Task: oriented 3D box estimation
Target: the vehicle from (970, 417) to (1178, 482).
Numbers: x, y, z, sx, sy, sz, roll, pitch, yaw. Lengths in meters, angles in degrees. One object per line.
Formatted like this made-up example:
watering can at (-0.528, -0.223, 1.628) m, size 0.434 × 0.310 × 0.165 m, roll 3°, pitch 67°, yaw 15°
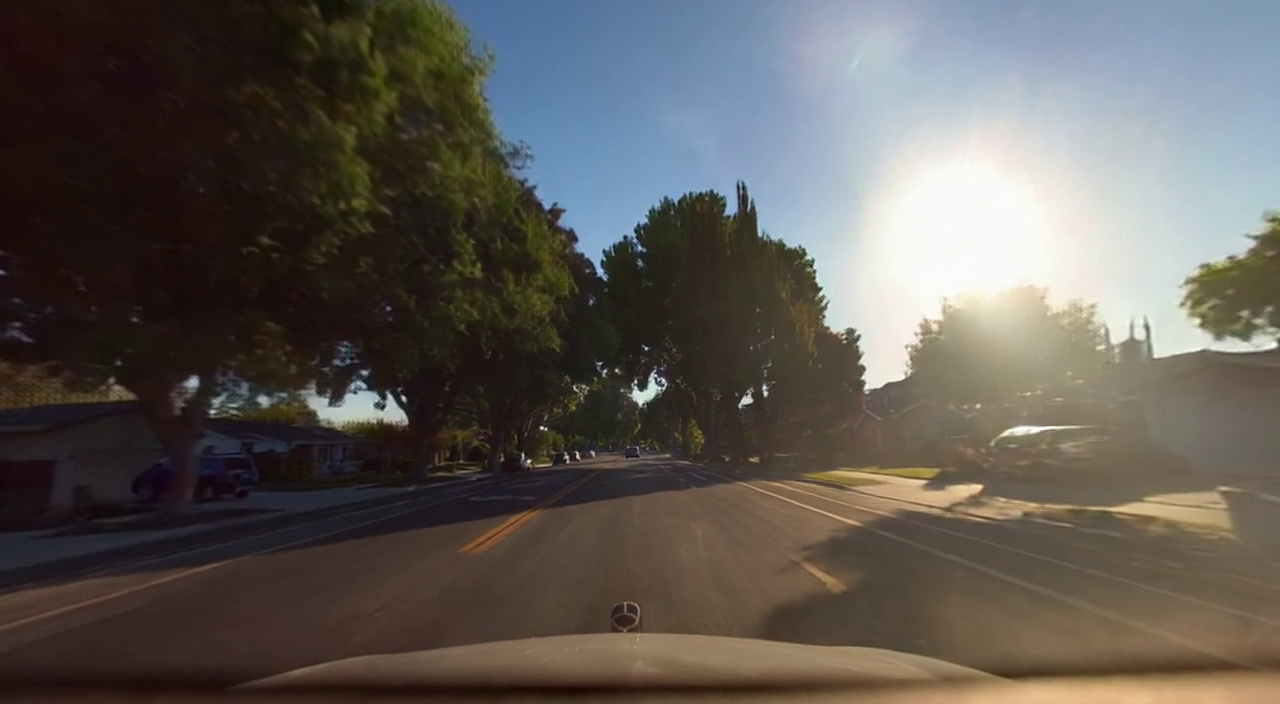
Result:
vehicle at (11.958, 2.715, 17.643) m, size 4.392 × 1.685 × 1.959 m, roll 1°, pitch -9°, yaw -4°

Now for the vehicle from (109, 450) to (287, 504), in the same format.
vehicle at (-15.689, 4.430, 22.620) m, size 4.859 × 1.780 × 2.031 m, roll 0°, pitch -9°, yaw 3°
